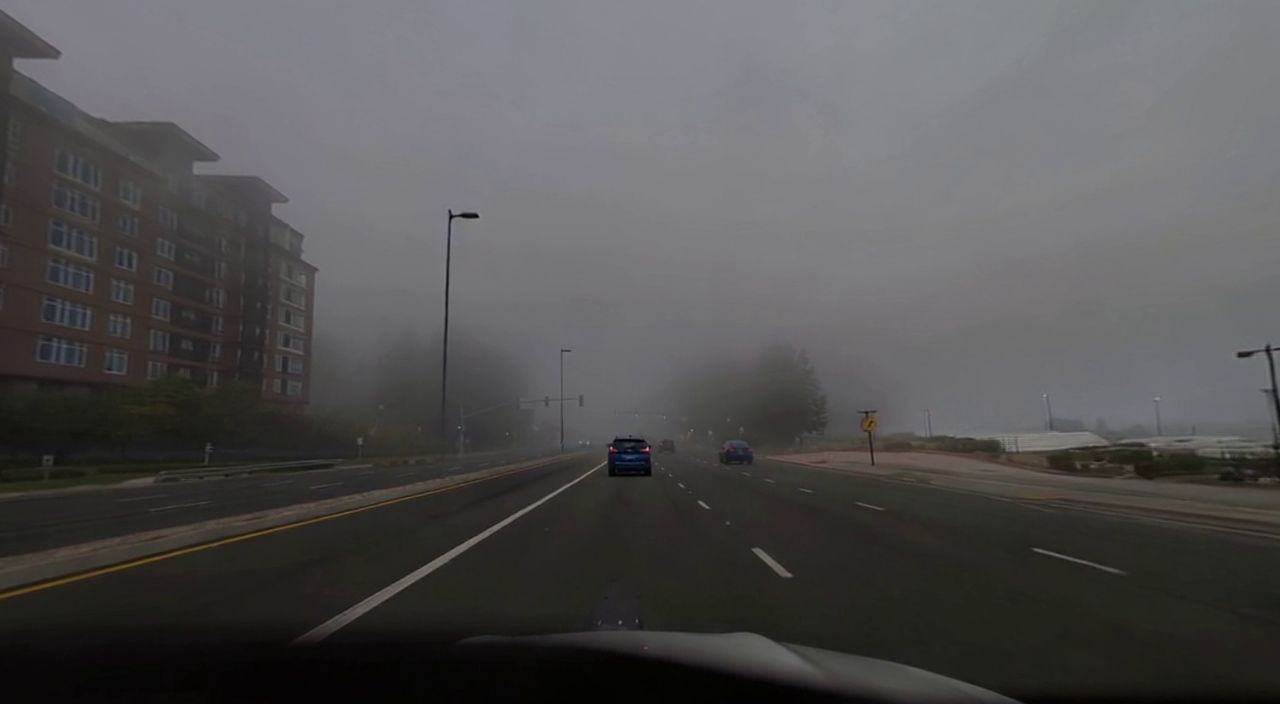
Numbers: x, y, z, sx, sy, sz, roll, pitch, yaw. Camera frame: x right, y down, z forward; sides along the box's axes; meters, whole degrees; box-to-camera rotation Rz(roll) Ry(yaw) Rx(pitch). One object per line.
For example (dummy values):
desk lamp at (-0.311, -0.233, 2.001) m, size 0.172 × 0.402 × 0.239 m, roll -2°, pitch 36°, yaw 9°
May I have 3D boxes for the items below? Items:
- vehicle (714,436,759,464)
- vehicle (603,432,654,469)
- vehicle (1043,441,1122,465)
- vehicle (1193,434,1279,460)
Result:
vehicle at (6.532, 6.715, 43.100) m, size 2.136 × 1.799 × 4.796 m, roll 1°, pitch -9°, yaw -2°
vehicle at (-0.607, 5.631, 36.080) m, size 2.682 × 1.908 × 5.706 m, roll 0°, pitch -9°, yaw 0°
vehicle at (33.033, 7.536, 47.122) m, size 1.912 × 1.702 × 4.303 m, roll 5°, pitch -10°, yaw -28°
vehicle at (43.741, 6.857, 45.521) m, size 1.967 × 1.788 × 5.041 m, roll 5°, pitch -10°, yaw -30°
